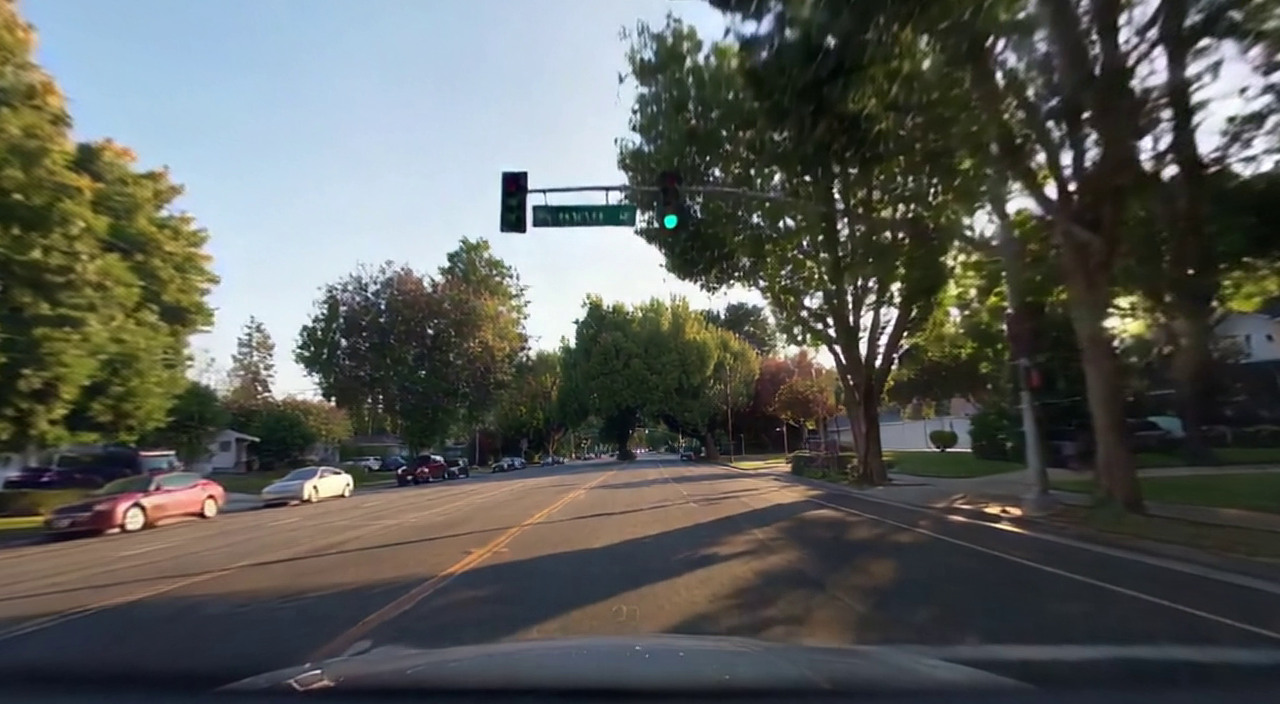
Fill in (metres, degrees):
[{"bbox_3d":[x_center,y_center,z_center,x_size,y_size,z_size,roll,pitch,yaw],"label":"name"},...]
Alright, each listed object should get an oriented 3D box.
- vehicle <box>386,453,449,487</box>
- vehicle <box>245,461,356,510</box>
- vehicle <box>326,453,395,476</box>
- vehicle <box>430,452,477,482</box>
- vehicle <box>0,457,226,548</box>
[{"bbox_3d":[-12.698,6.718,36.370,1.882,1.775,4.904,0,-9,0],"label":"vehicle"},{"bbox_3d":[-12.768,5.006,24.115,1.833,1.464,4.292,-4,-8,1],"label":"vehicle"},{"bbox_3d":[-21.428,8.636,48.535,4.284,1.621,1.938,0,-9,1],"label":"vehicle"},{"bbox_3d":[-12.400,7.638,42.165,1.882,1.727,3.945,-4,-8,1],"label":"vehicle"},{"bbox_3d":[-12.921,3.599,15.817,2.086,1.720,4.499,-3,-8,0],"label":"vehicle"}]
